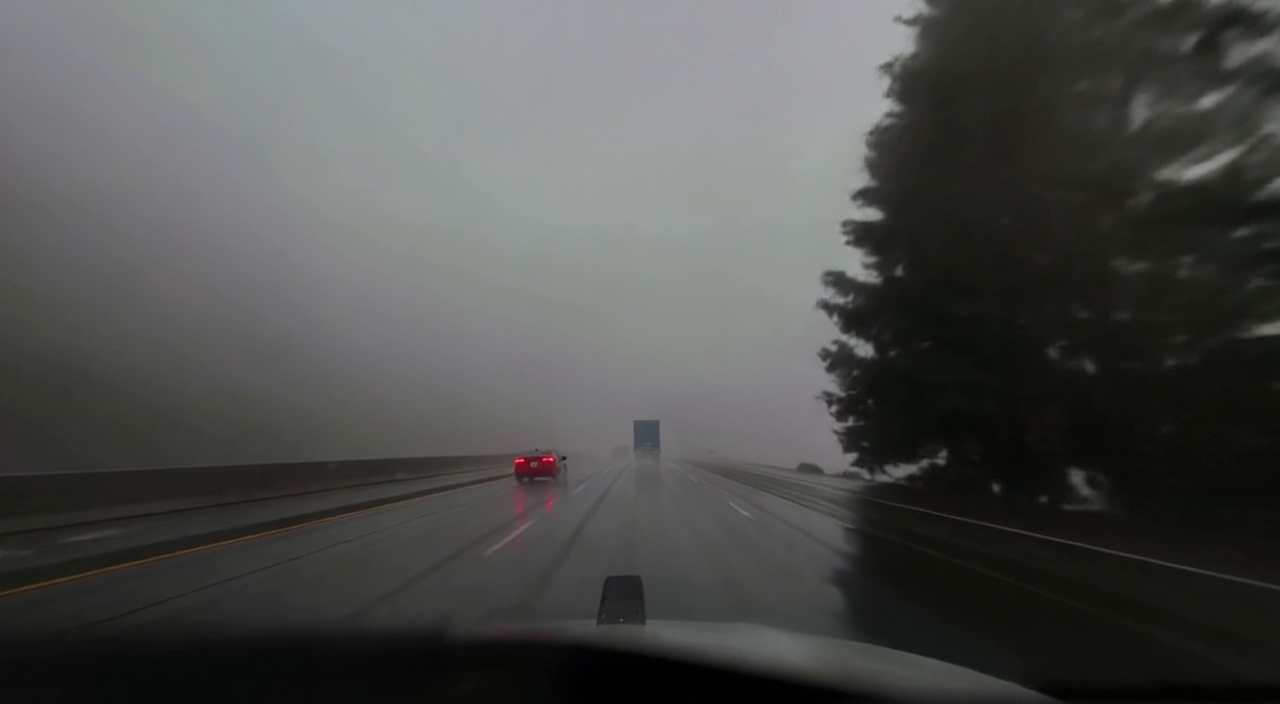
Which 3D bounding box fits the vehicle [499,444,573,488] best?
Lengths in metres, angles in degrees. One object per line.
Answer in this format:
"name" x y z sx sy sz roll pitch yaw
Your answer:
"vehicle" -3.960 4.453 24.964 1.999 1.533 4.870 -1 -9 1
